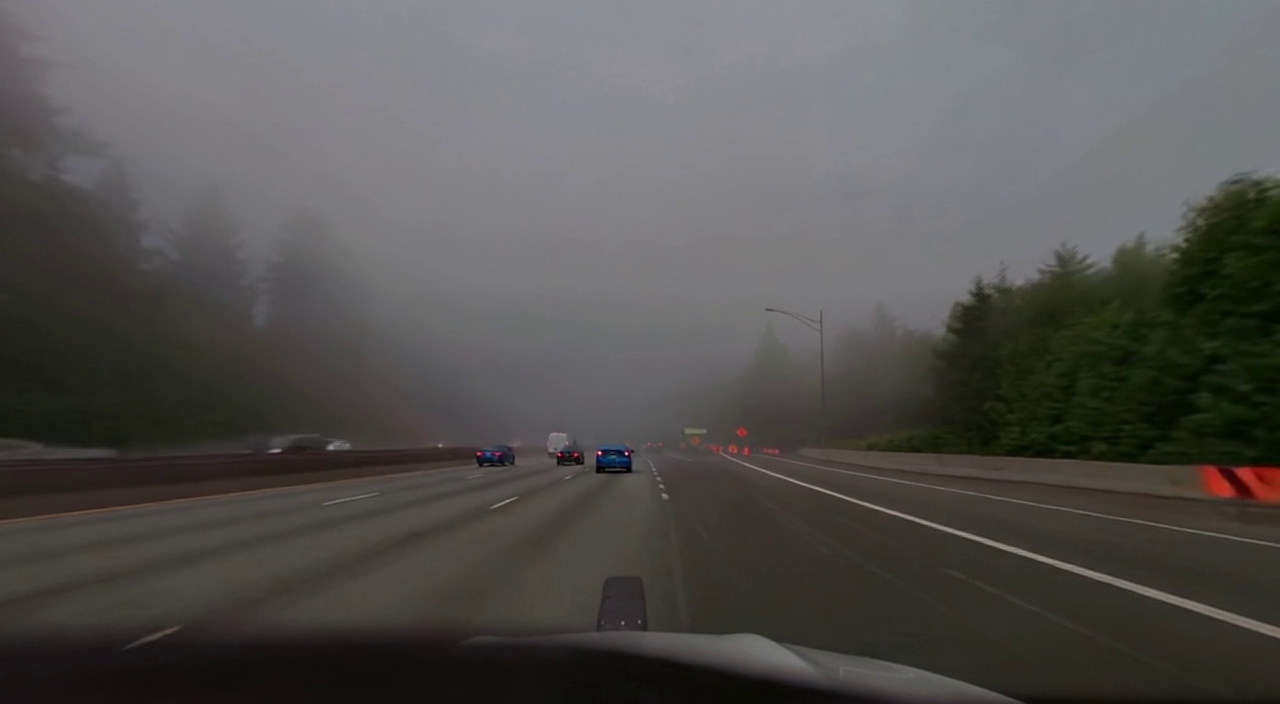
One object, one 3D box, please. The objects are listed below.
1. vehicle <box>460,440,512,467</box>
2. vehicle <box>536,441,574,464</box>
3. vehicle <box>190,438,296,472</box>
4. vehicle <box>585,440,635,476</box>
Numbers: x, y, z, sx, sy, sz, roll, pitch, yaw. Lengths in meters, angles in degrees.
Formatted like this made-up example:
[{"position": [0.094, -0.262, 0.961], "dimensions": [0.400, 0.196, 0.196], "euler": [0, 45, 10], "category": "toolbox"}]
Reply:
[{"position": [-9.064, 5.989, 37.228], "dimensions": [1.946, 1.472, 4.472], "euler": [0, -8, 0], "category": "vehicle"}, {"position": [-5.745, 6.845, 42.943], "dimensions": [1.951, 1.439, 4.633], "euler": [0, -8, 0], "category": "vehicle"}, {"position": [-19.387, 5.024, 30.986], "dimensions": [1.991, 1.500, 5.020], "euler": [0, -8, 0], "category": "vehicle"}, {"position": [-1.256, 4.710, 28.196], "dimensions": [1.963, 1.462, 4.681], "euler": [0, -8, 0], "category": "vehicle"}]
